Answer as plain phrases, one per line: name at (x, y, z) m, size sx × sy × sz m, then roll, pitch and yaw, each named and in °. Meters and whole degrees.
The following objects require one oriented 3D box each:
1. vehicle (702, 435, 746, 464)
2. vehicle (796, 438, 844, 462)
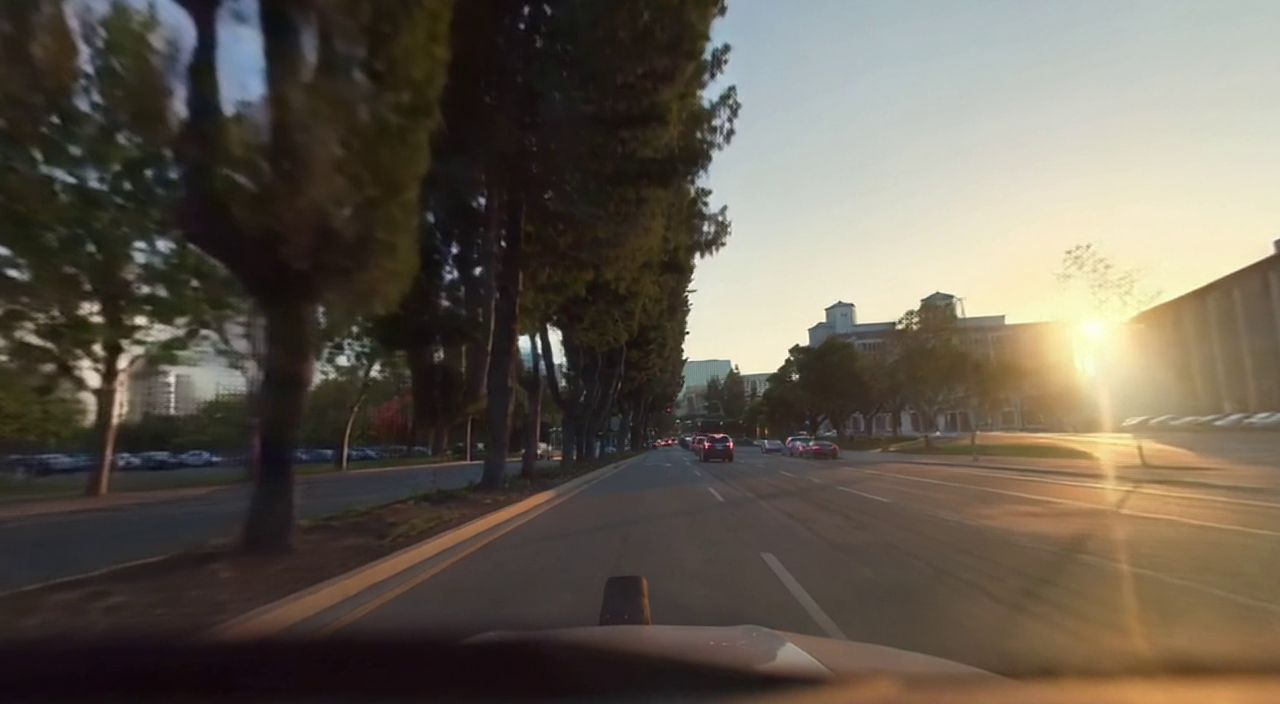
vehicle at (5.197, 6.148, 39.838) m, size 2.216 × 1.675 × 4.627 m, roll -1°, pitch -9°, yaw 1°
vehicle at (11.711, 6.447, 41.345) m, size 1.840 × 1.467 × 4.731 m, roll -1°, pitch -9°, yaw 1°
